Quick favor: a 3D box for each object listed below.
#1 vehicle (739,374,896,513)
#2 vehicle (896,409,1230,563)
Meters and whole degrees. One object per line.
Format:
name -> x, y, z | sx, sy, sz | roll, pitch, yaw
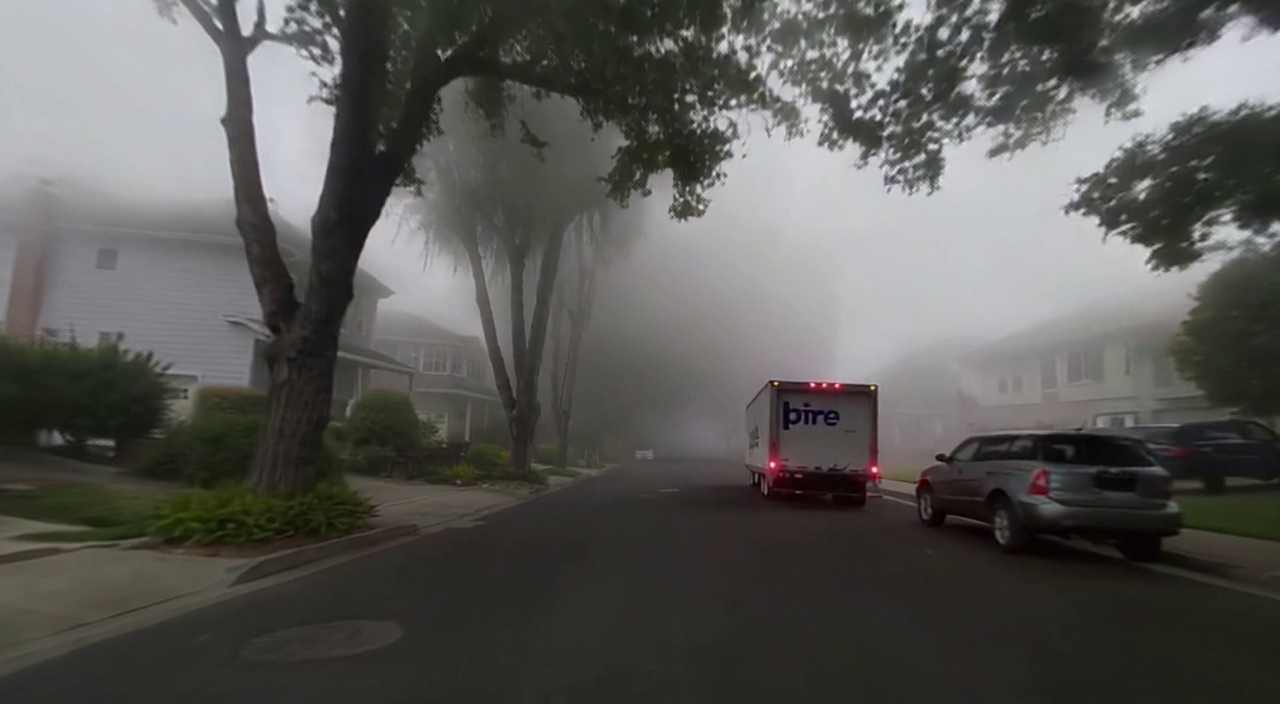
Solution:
vehicle -> 4.484, 2.569, 17.693 | 2.924, 3.018, 7.600 | -1, -9, 6
vehicle -> 6.163, 1.989, 10.078 | 2.410, 1.902, 4.277 | 0, -8, 2
